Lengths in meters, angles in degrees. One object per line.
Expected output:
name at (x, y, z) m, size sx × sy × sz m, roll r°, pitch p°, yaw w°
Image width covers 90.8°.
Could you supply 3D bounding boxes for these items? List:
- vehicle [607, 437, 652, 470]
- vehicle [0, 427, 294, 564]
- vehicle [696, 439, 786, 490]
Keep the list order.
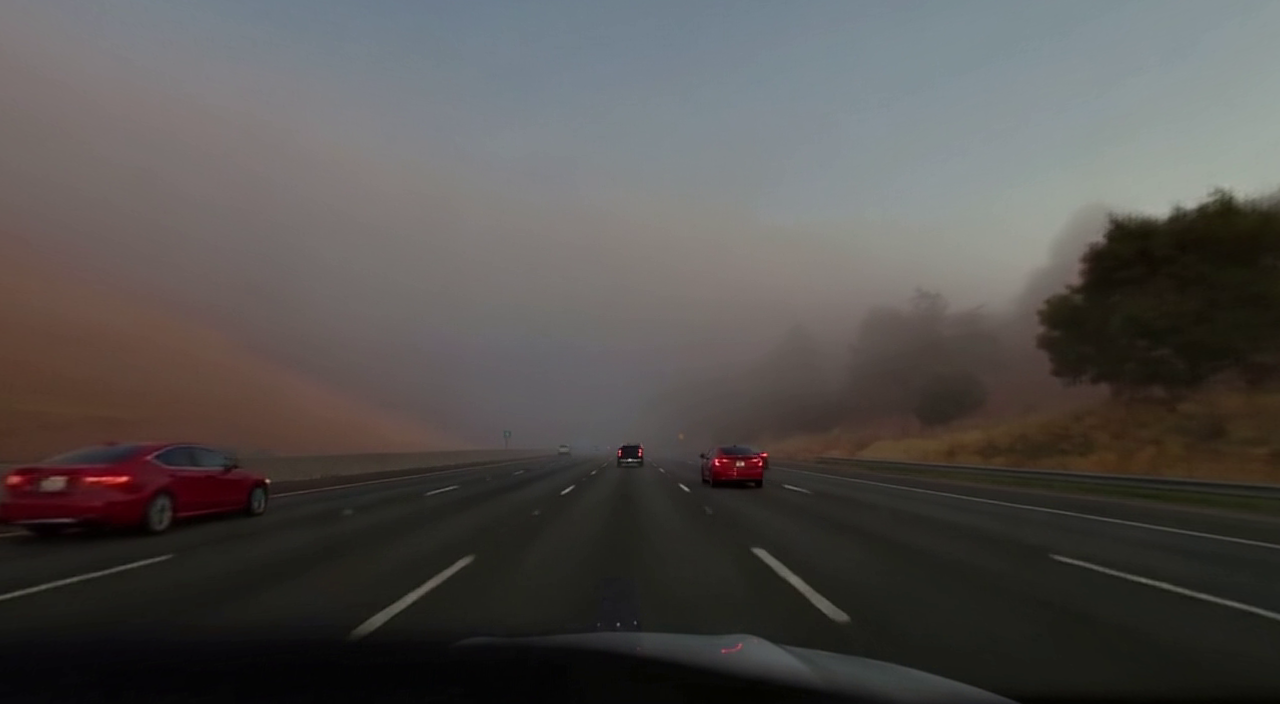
vehicle at (-0.543, 5.491, 34.248) m, size 2.277 × 1.675 × 4.023 m, roll 0°, pitch -8°, yaw -1°
vehicle at (-7.504, 1.951, 9.472) m, size 1.922 × 1.508 × 4.816 m, roll 0°, pitch -8°, yaw 0°
vehicle at (3.233, 3.710, 21.262) m, size 2.120 × 1.492 × 4.734 m, roll 0°, pitch -8°, yaw -1°
